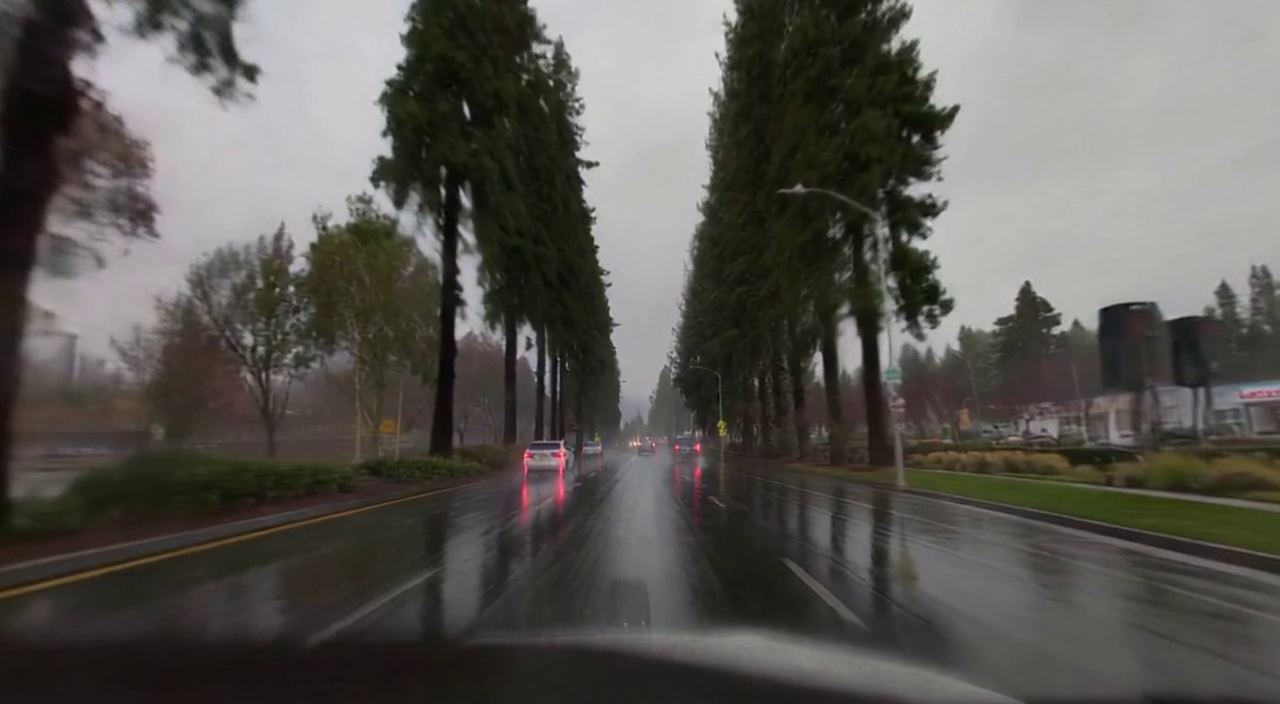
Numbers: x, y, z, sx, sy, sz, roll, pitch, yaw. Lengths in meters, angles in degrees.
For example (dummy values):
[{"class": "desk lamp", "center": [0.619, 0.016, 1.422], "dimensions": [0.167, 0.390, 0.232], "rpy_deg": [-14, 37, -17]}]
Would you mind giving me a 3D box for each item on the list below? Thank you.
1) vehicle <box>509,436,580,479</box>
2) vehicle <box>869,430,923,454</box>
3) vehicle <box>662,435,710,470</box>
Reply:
[{"class": "vehicle", "center": [-3.581, 4.029, 24.394], "dimensions": [1.908, 1.481, 4.536], "rpy_deg": [0, -8, 2]}, {"class": "vehicle", "center": [16.031, 5.623, 39.646], "dimensions": [1.823, 1.413, 3.884], "rpy_deg": [0, -8, 1]}, {"class": "vehicle", "center": [2.185, 4.892, 30.809], "dimensions": [1.922, 1.579, 3.642], "rpy_deg": [0, -8, -2]}]
